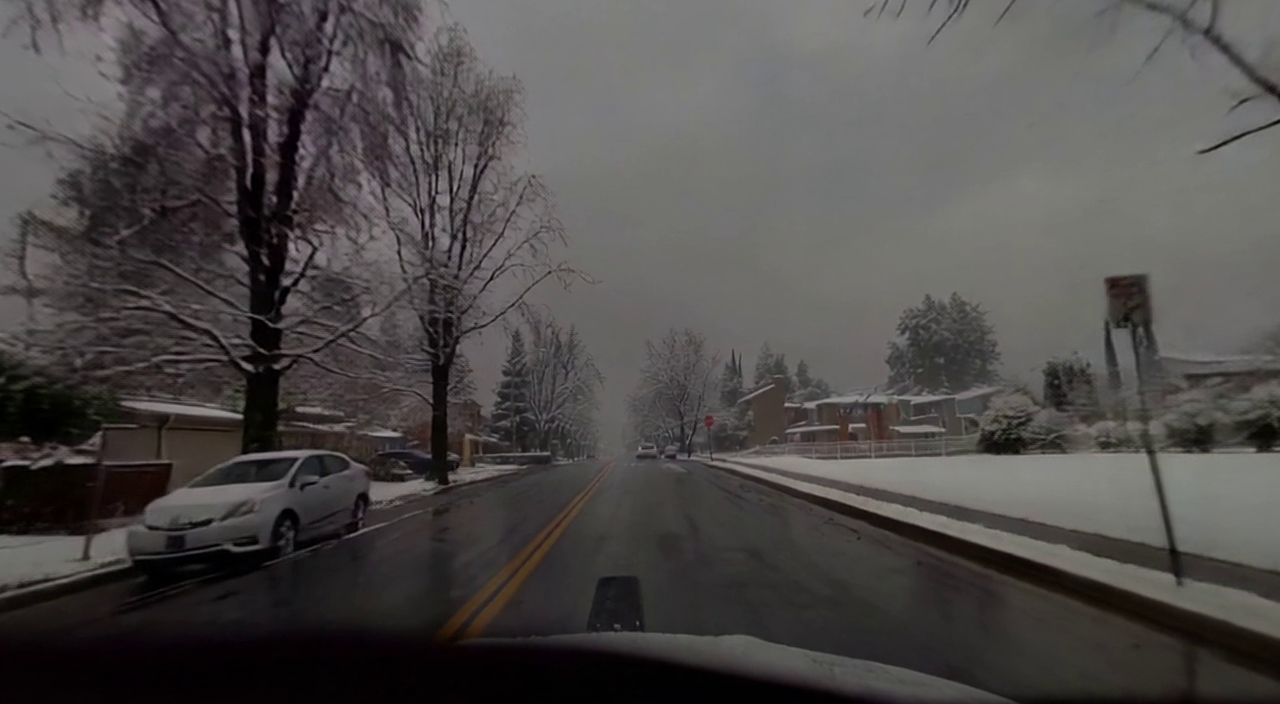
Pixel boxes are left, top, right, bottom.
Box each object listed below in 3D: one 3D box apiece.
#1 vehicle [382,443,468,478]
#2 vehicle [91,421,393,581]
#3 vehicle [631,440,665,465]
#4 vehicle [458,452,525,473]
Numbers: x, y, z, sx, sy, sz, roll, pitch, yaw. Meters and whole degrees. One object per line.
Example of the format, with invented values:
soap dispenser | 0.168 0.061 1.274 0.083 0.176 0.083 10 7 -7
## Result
vehicle | -16.290 8.208 48.026 5.586 2.532 2.444 -2 -8 10
vehicle | -5.767 2.216 10.017 2.027 1.803 4.306 -4 -10 -1
vehicle | 0.464 6.336 40.099 2.022 1.481 4.050 0 -8 -1
vehicle | -11.624 8.669 49.640 4.676 1.484 2.068 -2 -8 14
